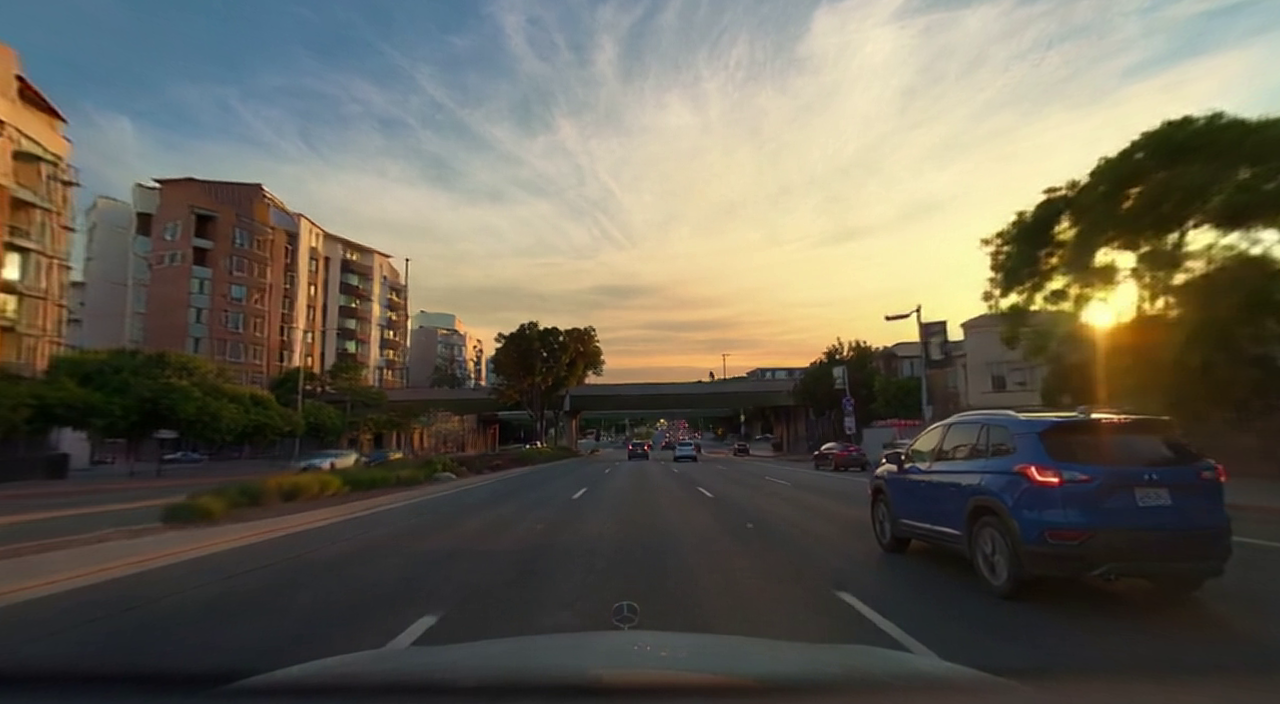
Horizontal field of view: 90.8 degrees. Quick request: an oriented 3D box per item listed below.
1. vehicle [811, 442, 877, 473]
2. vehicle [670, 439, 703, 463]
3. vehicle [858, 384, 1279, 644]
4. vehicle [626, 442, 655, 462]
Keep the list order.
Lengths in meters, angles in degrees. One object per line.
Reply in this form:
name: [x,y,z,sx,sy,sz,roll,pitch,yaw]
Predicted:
vehicle: [10.296,5.327,32.157,1.888,1.468,4.175,0,-8,-1]
vehicle: [3.482,7.483,47.904,2.165,1.708,3.928,0,-8,0]
vehicle: [4.175,1.424,6.642,2.130,1.741,4.665,0,-8,1]
vehicle: [0.039,7.878,49.876,2.173,1.498,4.528,0,-8,0]
